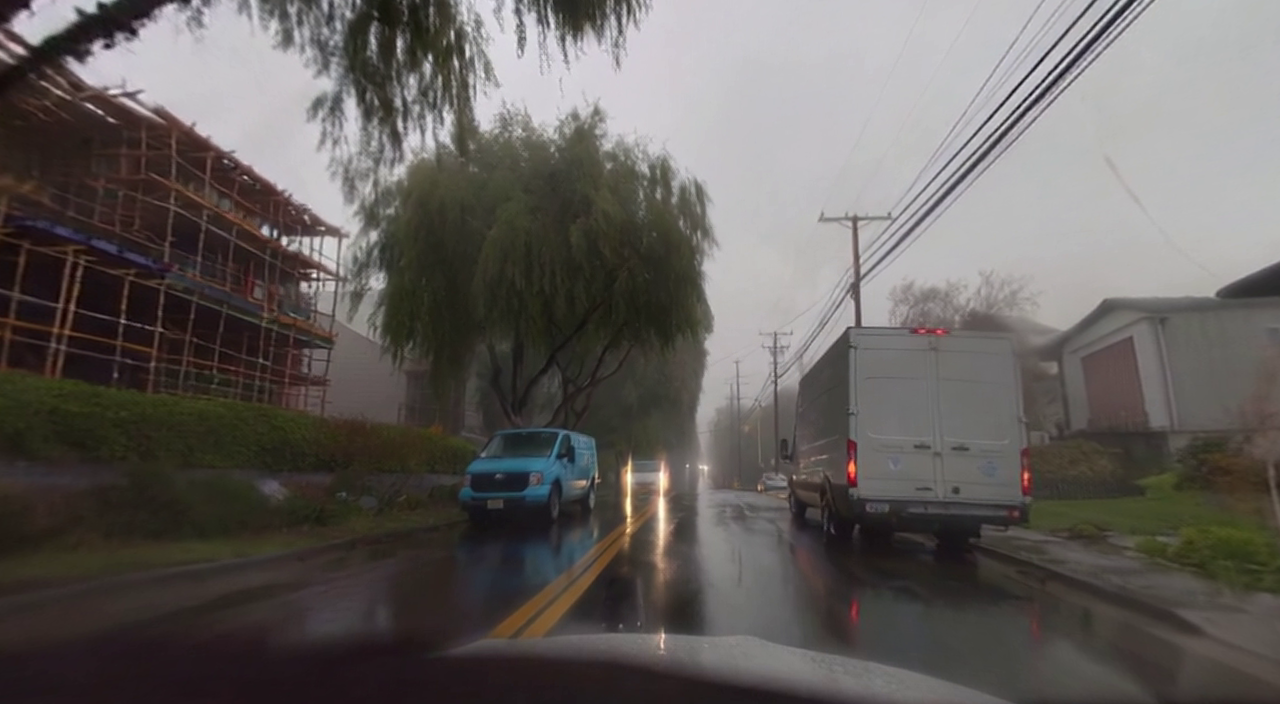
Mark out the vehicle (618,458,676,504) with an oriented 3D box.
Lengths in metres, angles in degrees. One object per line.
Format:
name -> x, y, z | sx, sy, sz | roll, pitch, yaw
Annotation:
vehicle -> 0.440, 6.066, 30.078 | 2.257, 1.916, 5.089 | -1, -9, 7

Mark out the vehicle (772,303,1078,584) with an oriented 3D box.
vehicle -> 4.880, 1.891, 13.625 | 2.915, 3.793, 9.963 | 0, -8, 6

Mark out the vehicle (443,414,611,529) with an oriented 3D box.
vehicle -> -2.173, 2.389, 13.659 | 2.171, 1.910, 4.789 | -2, -5, 8
